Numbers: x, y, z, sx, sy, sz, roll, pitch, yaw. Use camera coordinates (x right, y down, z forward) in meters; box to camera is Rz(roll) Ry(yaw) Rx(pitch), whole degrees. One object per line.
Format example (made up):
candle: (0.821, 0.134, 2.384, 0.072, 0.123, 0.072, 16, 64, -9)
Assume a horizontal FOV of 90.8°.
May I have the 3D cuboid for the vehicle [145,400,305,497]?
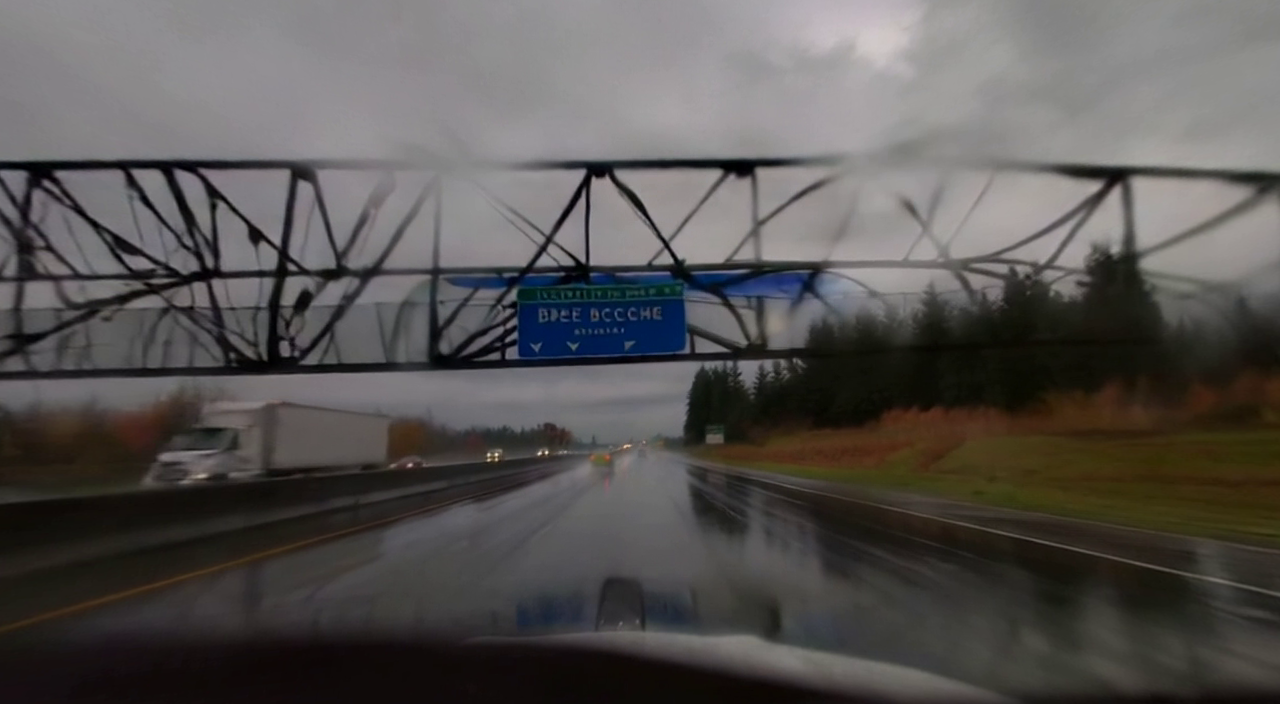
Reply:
vehicle: (-18.759, 4.448, 29.155, 2.964, 3.943, 6.327, 0, -9, -1)
